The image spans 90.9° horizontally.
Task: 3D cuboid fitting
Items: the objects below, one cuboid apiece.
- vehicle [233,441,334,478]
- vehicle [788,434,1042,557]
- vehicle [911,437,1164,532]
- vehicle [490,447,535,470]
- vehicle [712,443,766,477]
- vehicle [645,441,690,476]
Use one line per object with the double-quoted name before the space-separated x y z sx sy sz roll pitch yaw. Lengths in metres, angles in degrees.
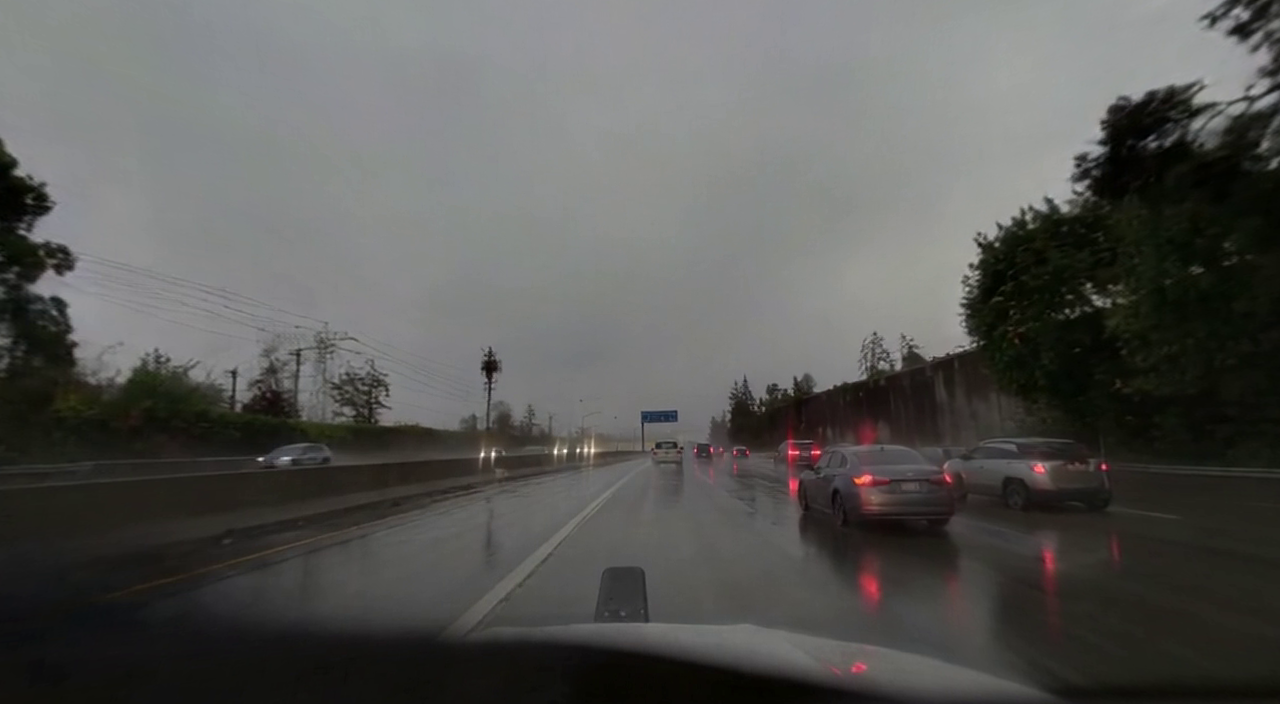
"vehicle" -16.930 5.123 30.288 2.022 1.618 4.617 0 -8 2
"vehicle" 3.884 2.074 9.956 1.986 1.478 4.429 0 -8 0
"vehicle" 7.246 2.424 12.272 1.937 1.477 4.696 0 -8 1
"vehicle" -8.383 7.005 41.752 1.892 1.385 4.029 -1 -8 3
"vehicle" 4.502 4.975 29.276 1.936 1.465 4.060 0 -8 1
"vehicle" 1.333 5.136 30.574 2.042 1.581 3.769 0 -8 2
